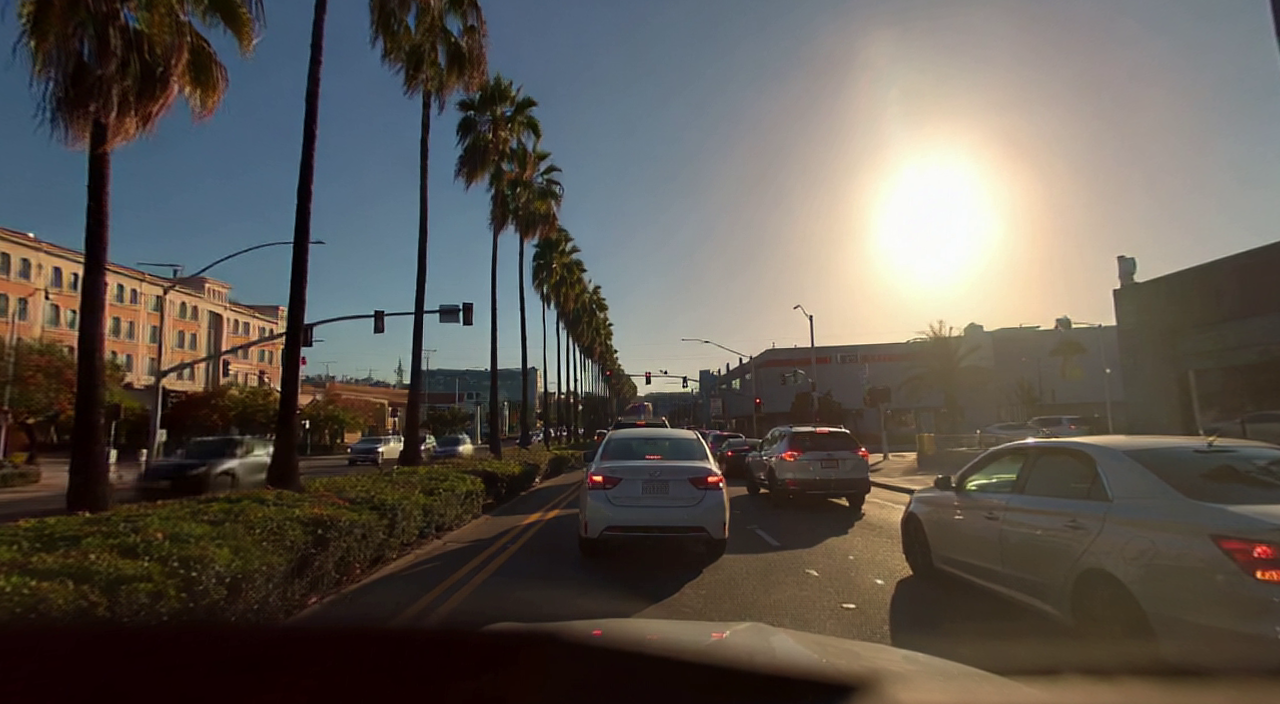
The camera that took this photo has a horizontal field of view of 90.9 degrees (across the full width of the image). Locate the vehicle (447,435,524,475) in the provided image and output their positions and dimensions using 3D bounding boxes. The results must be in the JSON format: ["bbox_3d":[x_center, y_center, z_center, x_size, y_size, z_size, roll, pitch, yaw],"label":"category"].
[{"bbox_3d":[-6.050,4.093,25.223,1.822,1.456,4.396,-1,-8,2],"label":"vehicle"}]

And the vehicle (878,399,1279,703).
[{"bbox_3d":[3.535,1.226,4.471,1.910,1.490,4.661,0,-8,1],"label":"vehicle"}]

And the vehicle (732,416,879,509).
[{"bbox_3d":[3.489,2.442,14.304,2.169,1.751,4.276,0,-8,0],"label":"vehicle"}]

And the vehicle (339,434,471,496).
[{"bbox_3d":[-6.256,3.050,17.362,1.900,1.487,4.165,0,-8,2],"label":"vehicle"}]

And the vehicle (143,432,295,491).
[{"bbox_3d":[-13.182,3.436,20.113,2.000,1.609,4.219,-1,-8,-2],"label":"vehicle"}]

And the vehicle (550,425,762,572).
[{"bbox_3d":[0.172,1.787,8.460,2.140,1.474,4.026,0,-8,1],"label":"vehicle"}]
